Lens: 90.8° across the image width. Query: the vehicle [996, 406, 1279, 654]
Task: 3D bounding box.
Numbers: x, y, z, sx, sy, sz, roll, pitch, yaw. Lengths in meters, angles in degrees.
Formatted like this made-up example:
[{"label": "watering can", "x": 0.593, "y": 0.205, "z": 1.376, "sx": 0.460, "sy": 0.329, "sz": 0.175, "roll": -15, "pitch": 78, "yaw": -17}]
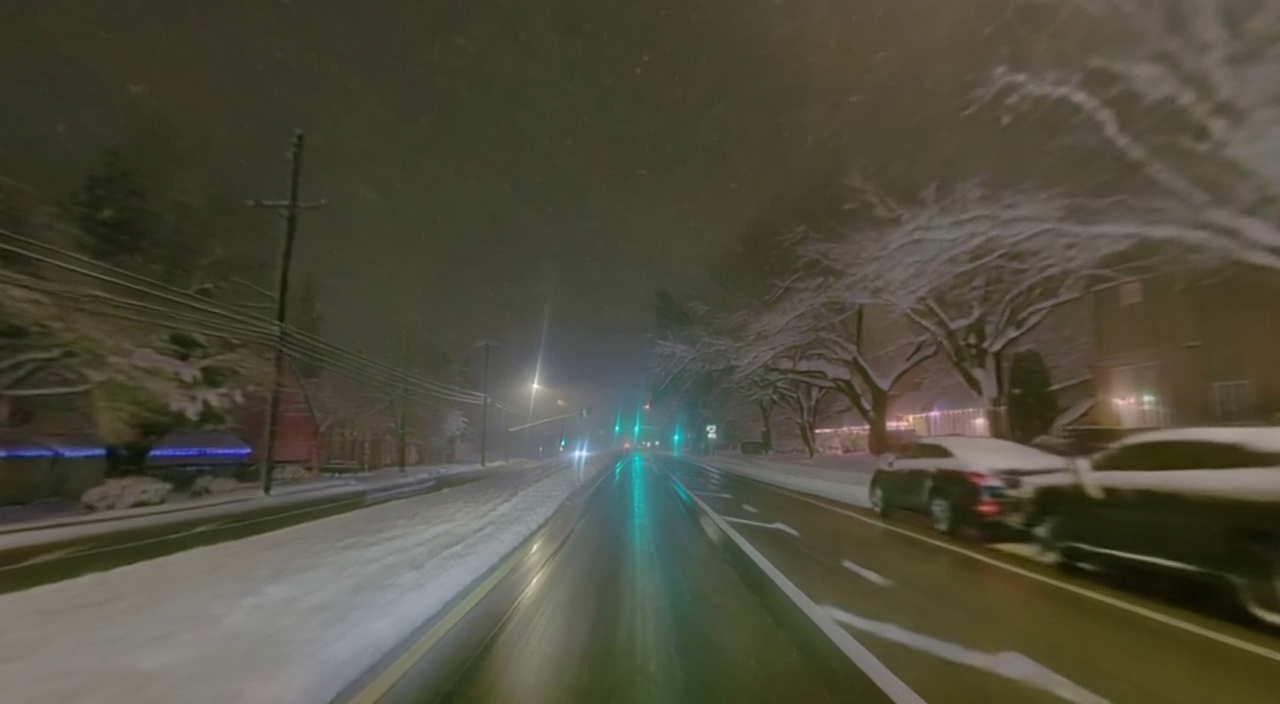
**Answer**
[{"label": "vehicle", "x": 5.022, "y": 1.207, "z": 4.604, "sx": 1.995, "sy": 1.553, "sz": 4.628, "roll": 0, "pitch": -8, "yaw": -2}]
